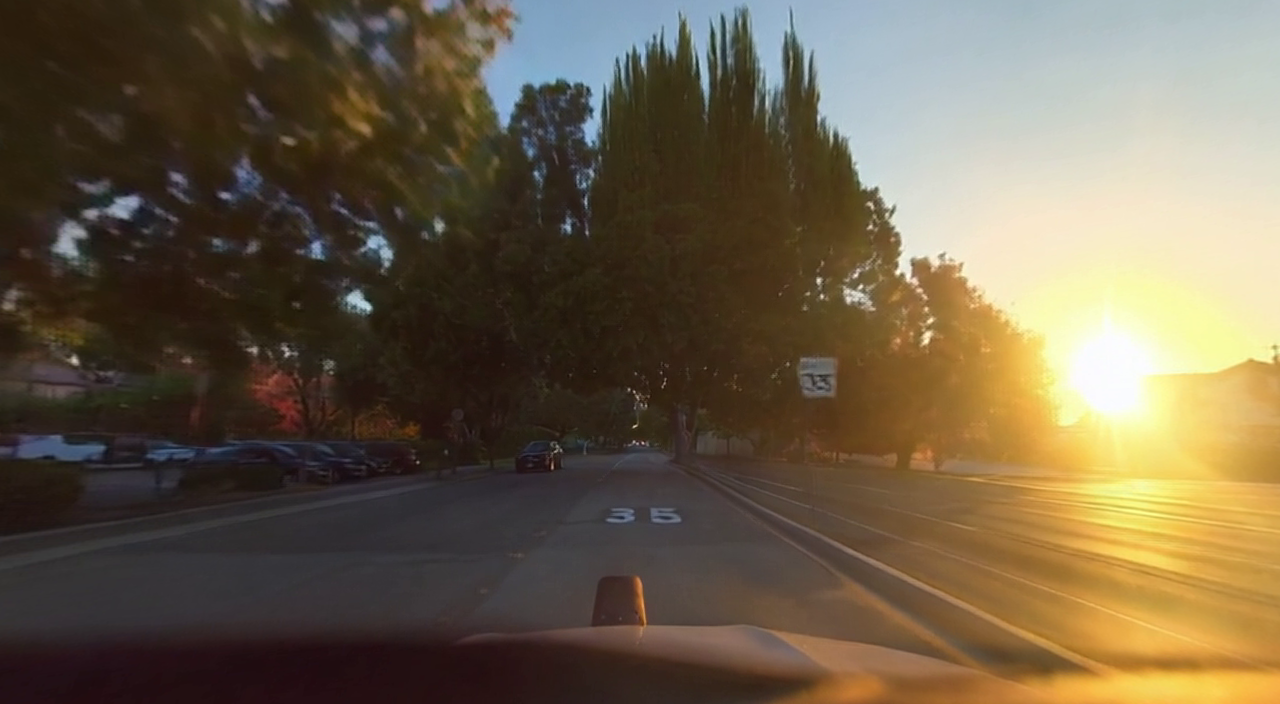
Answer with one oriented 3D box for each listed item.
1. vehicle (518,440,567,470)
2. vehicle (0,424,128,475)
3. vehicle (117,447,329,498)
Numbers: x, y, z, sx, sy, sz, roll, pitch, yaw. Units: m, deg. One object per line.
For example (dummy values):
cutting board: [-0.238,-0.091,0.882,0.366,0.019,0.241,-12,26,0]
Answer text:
vehicle: [-6.562,6.973,43.087,2.350,1.892,5.542,1,-8,1]
vehicle: [-26.202,4.203,27.357,5.603,2.043,2.554,1,-9,1]
vehicle: [-13.138,3.803,20.103,5.300,1.432,1.951,1,-9,-1]
